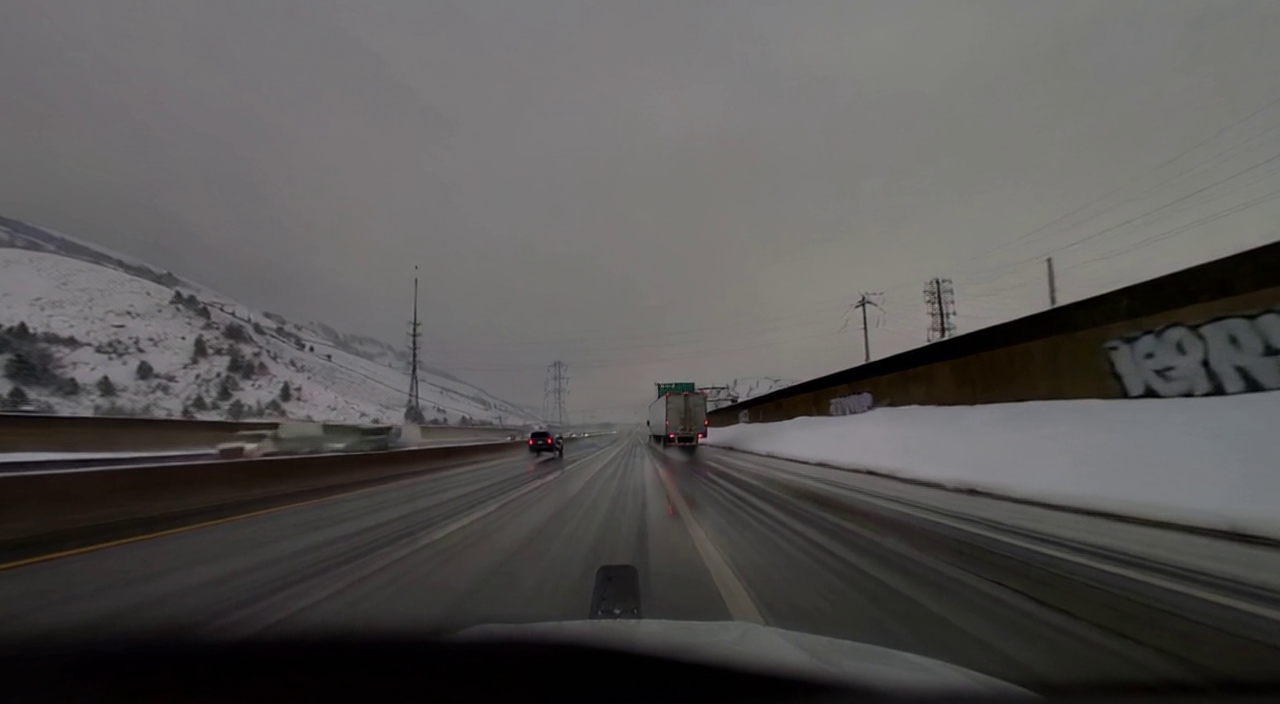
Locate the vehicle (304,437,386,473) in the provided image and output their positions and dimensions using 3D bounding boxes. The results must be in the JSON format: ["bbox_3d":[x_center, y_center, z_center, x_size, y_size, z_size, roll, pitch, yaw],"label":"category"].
[{"bbox_3d":[-11.941,4.162,25.723,1.683,1.377,3.452,0,-8,-1],"label":"vehicle"}]

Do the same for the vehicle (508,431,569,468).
[{"bbox_3d":[-4.389,4.282,27.942,1.965,1.486,4.448,0,-8,0],"label":"vehicle"}]

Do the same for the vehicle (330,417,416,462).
[{"bbox_3d":[-15.887,5.289,38.076,2.230,2.477,6.722,0,-8,0],"label":"vehicle"}]

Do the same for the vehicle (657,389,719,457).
[{"bbox_3d":[2.887,4.800,41.442,3.060,3.842,11.095,0,-8,-1],"label":"vehicle"}]

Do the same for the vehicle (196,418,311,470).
[{"bbox_3d":[-19.904,4.770,32.885,2.198,2.430,5.819,0,-8,0],"label":"vehicle"}]
